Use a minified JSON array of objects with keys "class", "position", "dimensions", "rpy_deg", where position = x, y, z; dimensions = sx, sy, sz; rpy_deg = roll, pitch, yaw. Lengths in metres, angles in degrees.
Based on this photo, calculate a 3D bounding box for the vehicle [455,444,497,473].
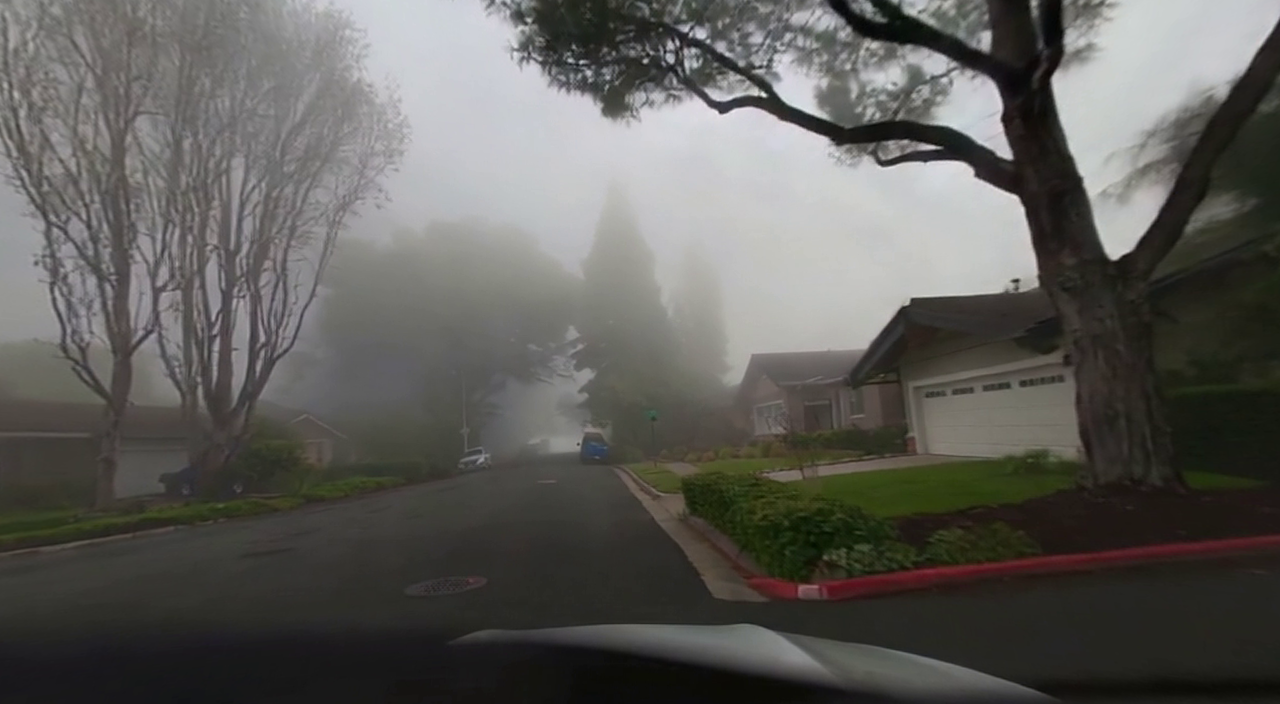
[{"class":"vehicle","position":[-12.009,7.805,46.628],"dimensions":[2.208,1.834,4.675],"rpy_deg":[-3,-8,-5]}]

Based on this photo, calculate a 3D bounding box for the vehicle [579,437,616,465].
[{"class":"vehicle","position":[-2.572,5.900,37.514],"dimensions":[2.005,1.553,3.984],"rpy_deg":[1,-9,-6]}]

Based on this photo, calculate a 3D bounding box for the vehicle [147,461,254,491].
[{"class":"vehicle","position":[-24.082,6.787,34.760],"dimensions":[4.404,1.495,1.844],"rpy_deg":[0,-8,-3]}]
